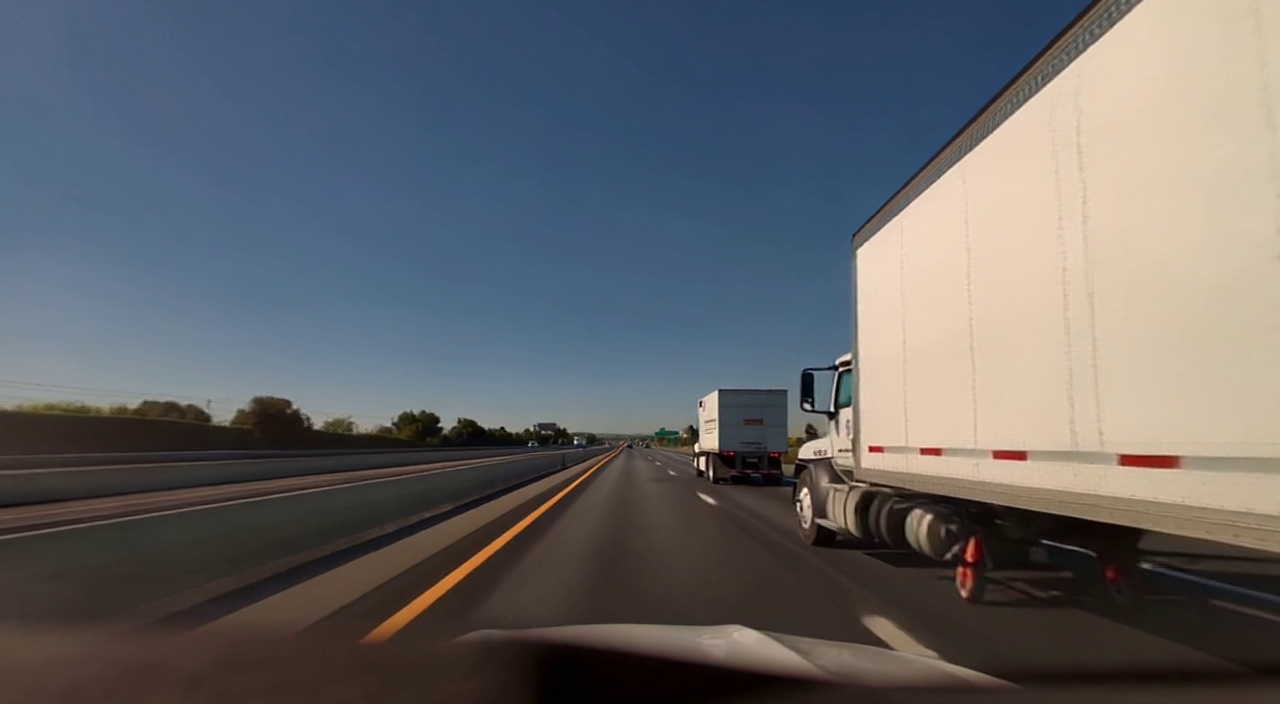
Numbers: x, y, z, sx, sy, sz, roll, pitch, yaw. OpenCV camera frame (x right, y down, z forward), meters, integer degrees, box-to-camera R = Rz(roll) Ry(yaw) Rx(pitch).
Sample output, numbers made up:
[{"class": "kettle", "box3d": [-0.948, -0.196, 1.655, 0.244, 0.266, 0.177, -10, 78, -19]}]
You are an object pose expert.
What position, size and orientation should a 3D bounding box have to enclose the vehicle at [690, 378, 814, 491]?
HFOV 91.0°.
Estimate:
[{"class": "vehicle", "box3d": [3.490, 2.853, 21.693, 2.702, 3.193, 7.196, 0, -8, -2]}]
